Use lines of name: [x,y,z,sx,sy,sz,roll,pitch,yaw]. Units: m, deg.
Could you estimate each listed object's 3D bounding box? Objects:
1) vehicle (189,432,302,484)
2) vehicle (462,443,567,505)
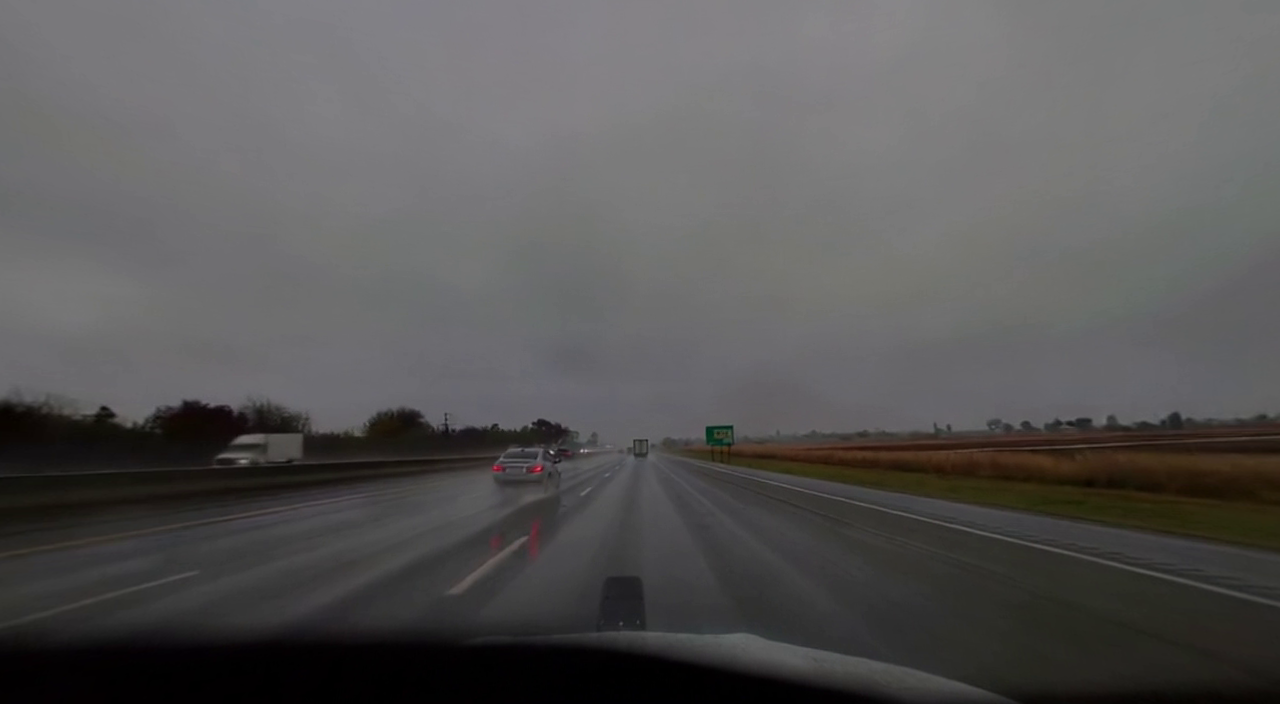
vehicle: [-20.440,5.530,33.122,2.259,2.455,5.747,0,-9,-2]
vehicle: [-3.587,3.591,18.954,2.139,1.607,4.378,0,-9,1]
